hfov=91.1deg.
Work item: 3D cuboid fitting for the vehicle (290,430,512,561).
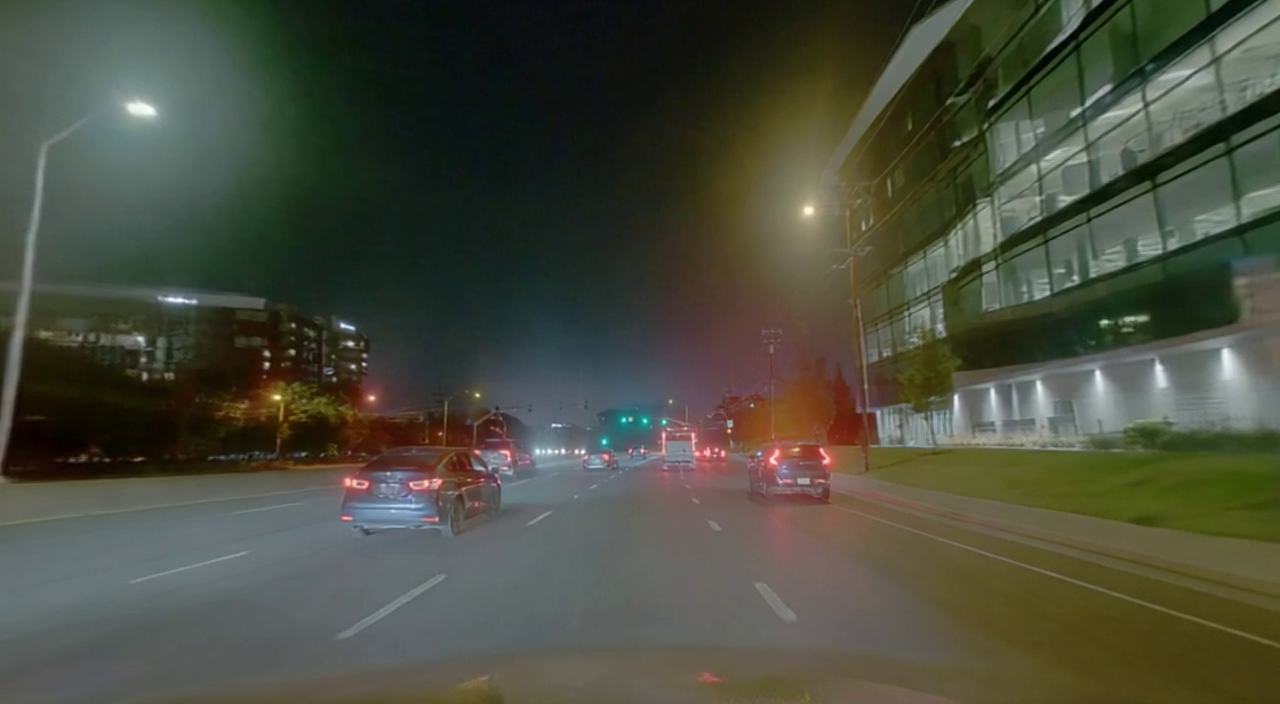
[{"bbox_3d":[-3.454,2.119,9.969,1.934,1.643,3.718,0,-8,2],"label":"vehicle"}]

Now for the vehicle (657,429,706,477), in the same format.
[{"bbox_3d":[2.414,5.656,35.450,2.457,2.440,5.486,-1,-9,7],"label":"vehicle"}]

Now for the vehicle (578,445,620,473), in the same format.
[{"bbox_3d":[-2.404,6.408,37.872,1.984,1.567,4.311,0,-8,4],"label":"vehicle"}]

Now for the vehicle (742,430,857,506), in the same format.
[{"bbox_3d":[4.447,3.307,18.358,2.283,1.923,4.427,0,-8,1],"label":"vehicle"}]
